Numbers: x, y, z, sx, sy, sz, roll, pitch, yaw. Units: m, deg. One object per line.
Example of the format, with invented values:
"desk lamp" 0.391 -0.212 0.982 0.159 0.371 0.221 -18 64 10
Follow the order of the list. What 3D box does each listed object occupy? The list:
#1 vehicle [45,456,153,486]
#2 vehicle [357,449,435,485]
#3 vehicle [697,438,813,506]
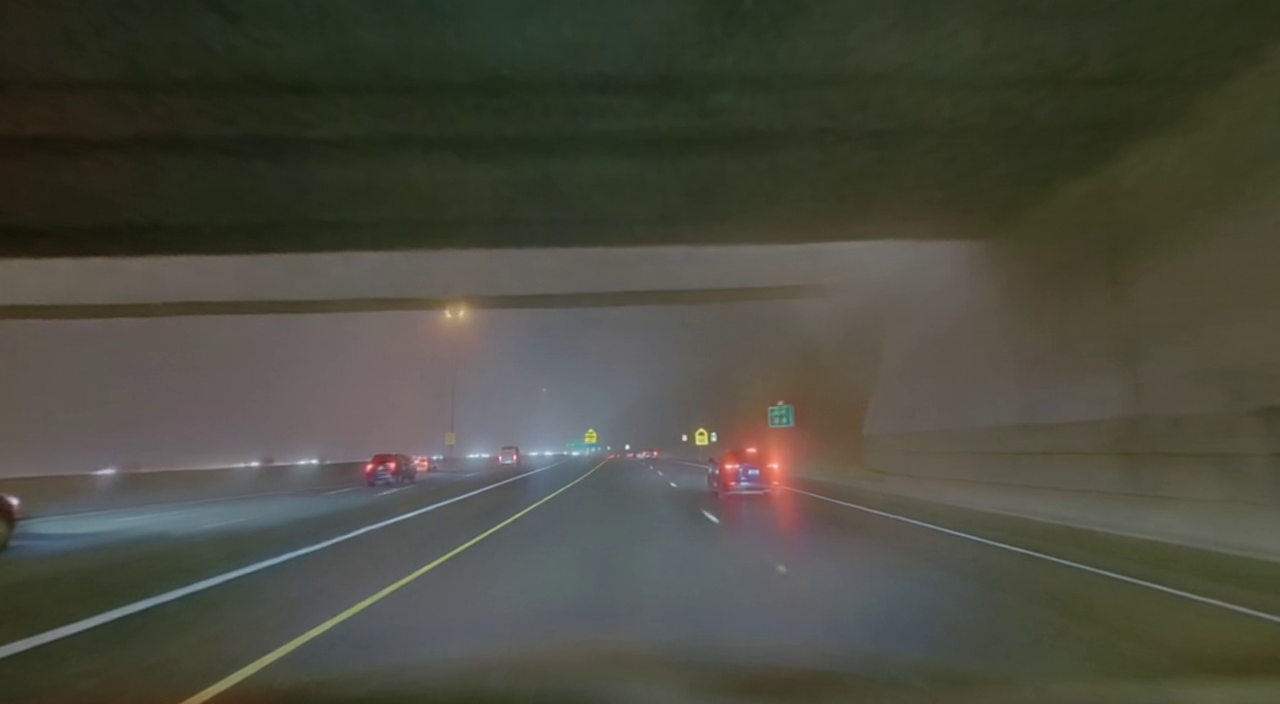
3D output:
"vehicle" -36.699 8.041 43.011 2.232 1.786 5.996 0 -9 -3
"vehicle" -11.602 5.482 30.313 2.072 1.545 4.687 0 -9 -3
"vehicle" 2.837 3.088 16.668 2.079 1.535 4.316 0 -9 -2
